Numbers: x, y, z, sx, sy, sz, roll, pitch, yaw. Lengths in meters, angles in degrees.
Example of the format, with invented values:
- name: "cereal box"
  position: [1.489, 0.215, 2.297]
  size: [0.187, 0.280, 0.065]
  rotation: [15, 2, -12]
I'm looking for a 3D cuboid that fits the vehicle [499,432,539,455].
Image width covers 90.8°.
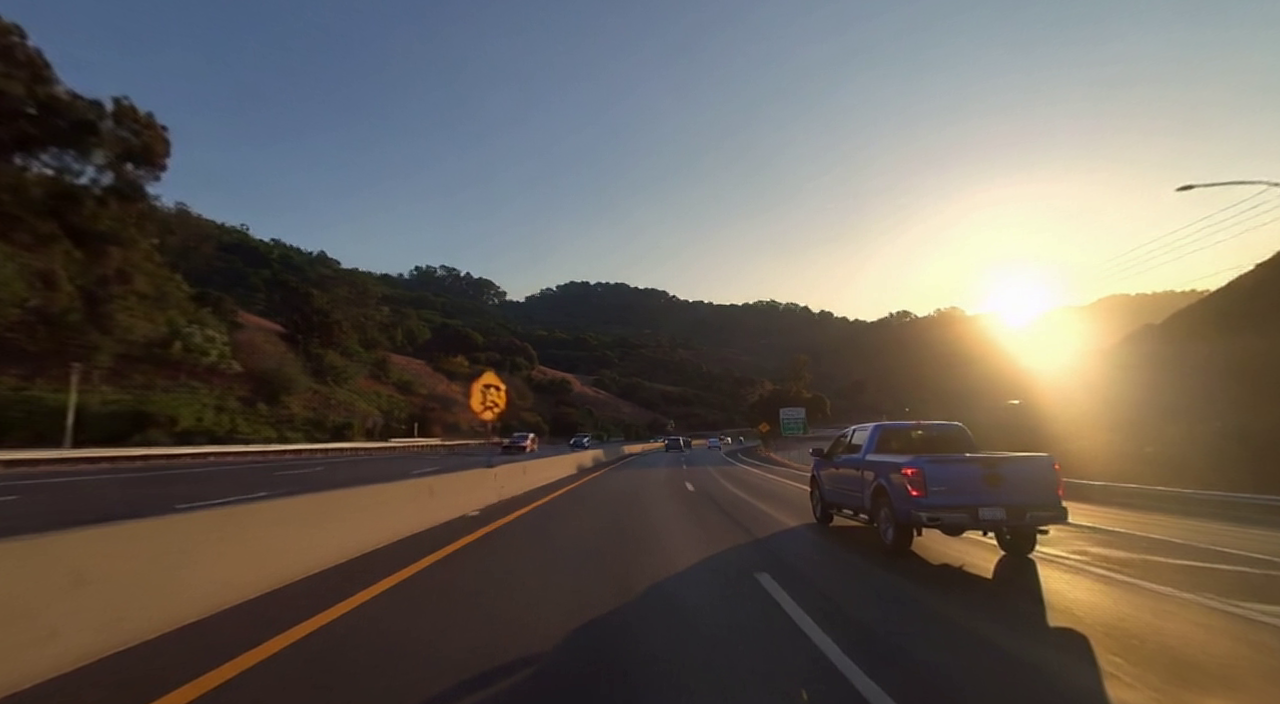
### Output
- name: "vehicle"
  position: [-9.314, 7.062, 48.791]
  size: [1.970, 1.629, 4.136]
  rotation: [-1, -8, 5]

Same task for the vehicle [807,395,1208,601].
- name: "vehicle"
  position: [3.784, 1.591, 7.850]
  size: [2.151, 1.744, 4.709]
  rotation: [0, -8, 0]
